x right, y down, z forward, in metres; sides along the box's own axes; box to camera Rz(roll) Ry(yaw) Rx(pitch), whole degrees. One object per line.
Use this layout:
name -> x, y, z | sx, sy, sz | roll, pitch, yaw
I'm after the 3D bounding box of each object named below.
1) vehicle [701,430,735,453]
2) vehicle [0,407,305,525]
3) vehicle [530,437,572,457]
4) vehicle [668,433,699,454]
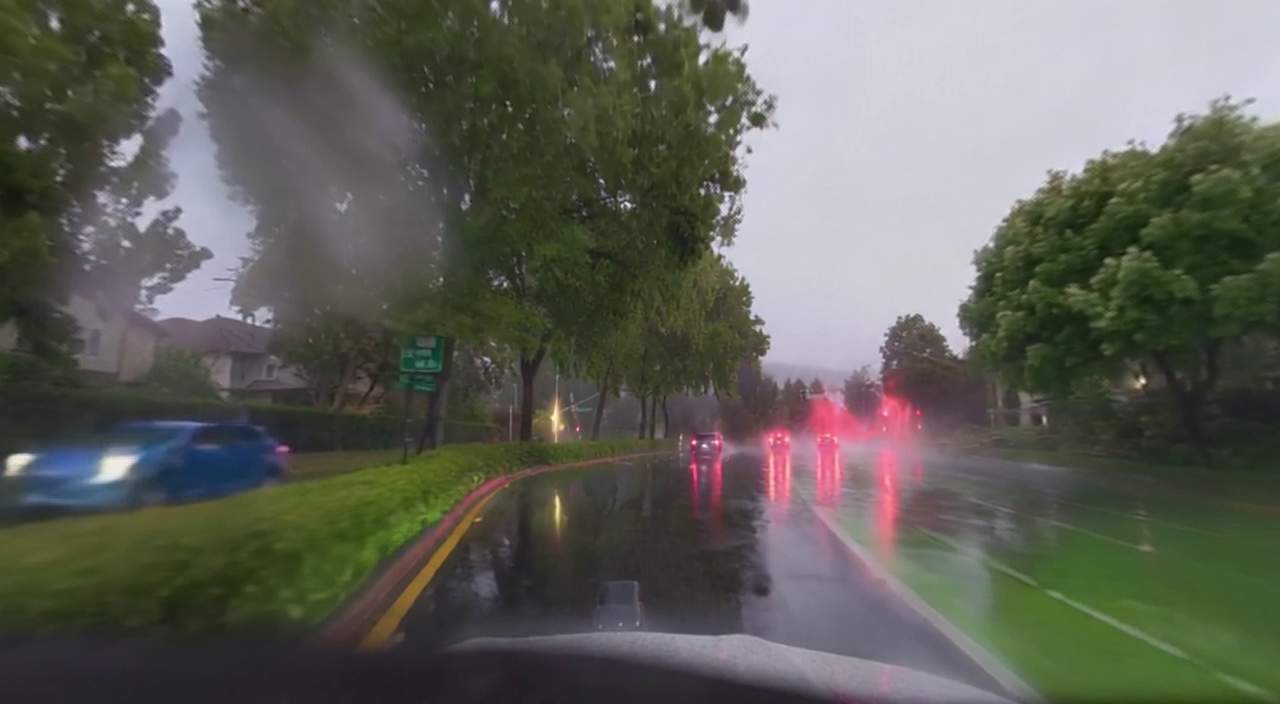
vehicle -> 6.162, 7.050, 49.389 | 2.286, 1.701, 4.395 | -2, -9, 12
vehicle -> -9.159, 2.168, 12.385 | 2.182, 1.843, 4.604 | -1, -9, 7
vehicle -> -6.774, 7.357, 48.822 | 1.947, 1.486, 4.862 | -1, -9, 7
vehicle -> 3.431, 7.178, 49.356 | 1.923, 1.498, 3.887 | -2, -9, 12
